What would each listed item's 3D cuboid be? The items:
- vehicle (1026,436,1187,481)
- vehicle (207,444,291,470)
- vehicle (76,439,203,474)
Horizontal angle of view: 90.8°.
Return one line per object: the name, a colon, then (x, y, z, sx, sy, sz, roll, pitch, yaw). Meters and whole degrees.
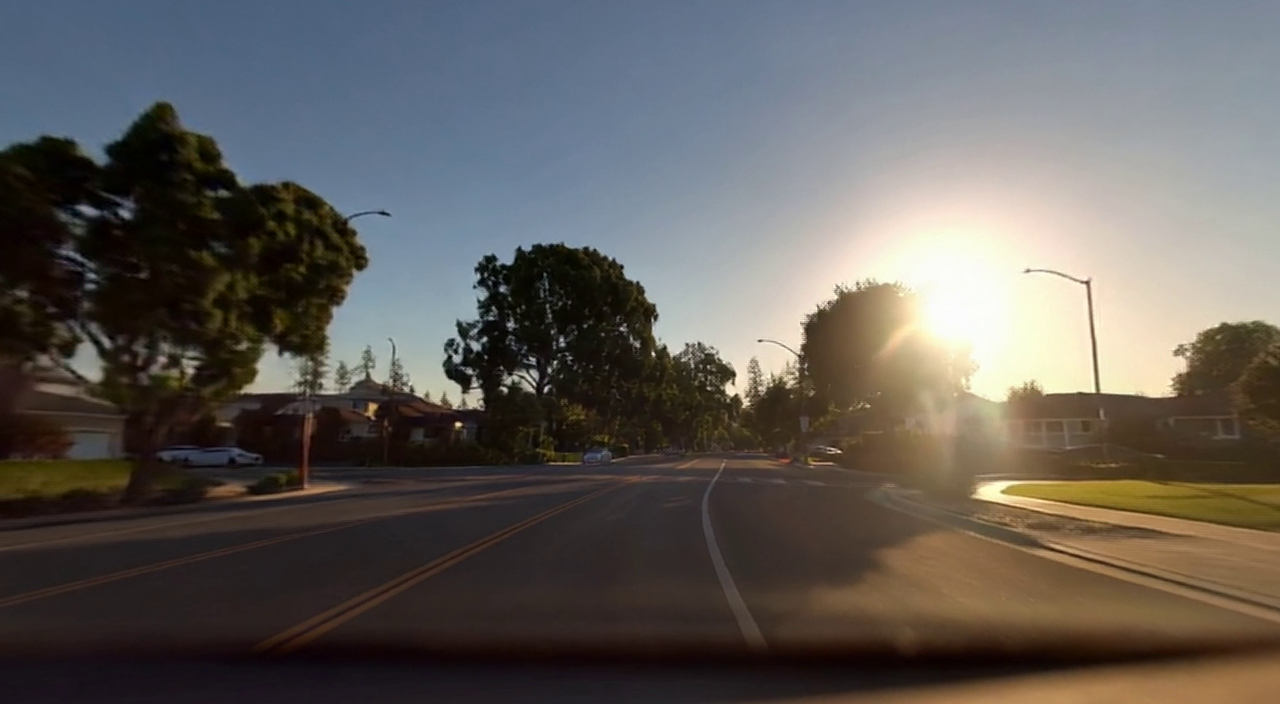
vehicle: (21.641, 4.999, 29.584, 5.484, 1.842, 2.188, -4, -10, 8)
vehicle: (-28.028, 7.527, 45.338, 4.793, 1.745, 2.012, -1, -9, 7)
vehicle: (-29.041, 6.060, 36.724, 5.754, 1.892, 2.236, -1, -9, 7)
